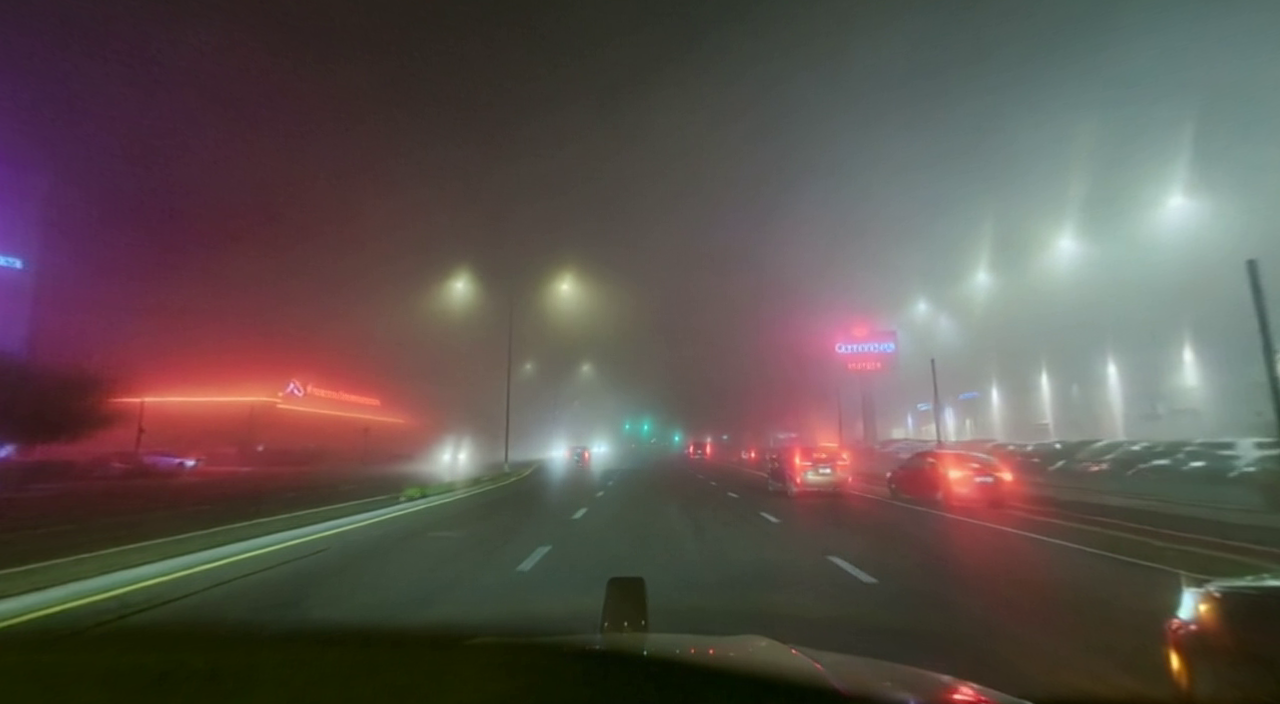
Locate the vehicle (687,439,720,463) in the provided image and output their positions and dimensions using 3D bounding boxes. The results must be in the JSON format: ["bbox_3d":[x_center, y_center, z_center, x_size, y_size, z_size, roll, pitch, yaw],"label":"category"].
[{"bbox_3d":[4.687,7.433,47.288,2.007,1.683,4.171,0,-8,-1],"label":"vehicle"}]

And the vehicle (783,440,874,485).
[{"bbox_3d":[7.358,4.331,25.133,1.918,1.598,4.536,0,-8,-4],"label":"vehicle"}]

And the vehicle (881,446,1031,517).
[{"bbox_3d":[7.324,2.992,15.051,1.654,1.440,3.647,0,-8,-1],"label":"vehicle"}]

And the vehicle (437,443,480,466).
[{"bbox_3d":[-14.041,7.944,49.066,1.905,1.687,4.436,-1,-8,2],"label":"vehicle"}]

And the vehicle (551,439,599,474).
[{"bbox_3d":[-3.026,4.947,30.007,1.917,1.511,4.436,0,-8,-1],"label":"vehicle"}]

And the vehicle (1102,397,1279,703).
[{"bbox_3d":[3.438,0.718,1.016,1.981,1.499,4.536,0,-8,1],"label":"vehicle"}]

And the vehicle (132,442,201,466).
[{"bbox_3d":[-34.571,7.437,46.120,1.810,1.606,3.988,-1,-8,2],"label":"vehicle"}]
